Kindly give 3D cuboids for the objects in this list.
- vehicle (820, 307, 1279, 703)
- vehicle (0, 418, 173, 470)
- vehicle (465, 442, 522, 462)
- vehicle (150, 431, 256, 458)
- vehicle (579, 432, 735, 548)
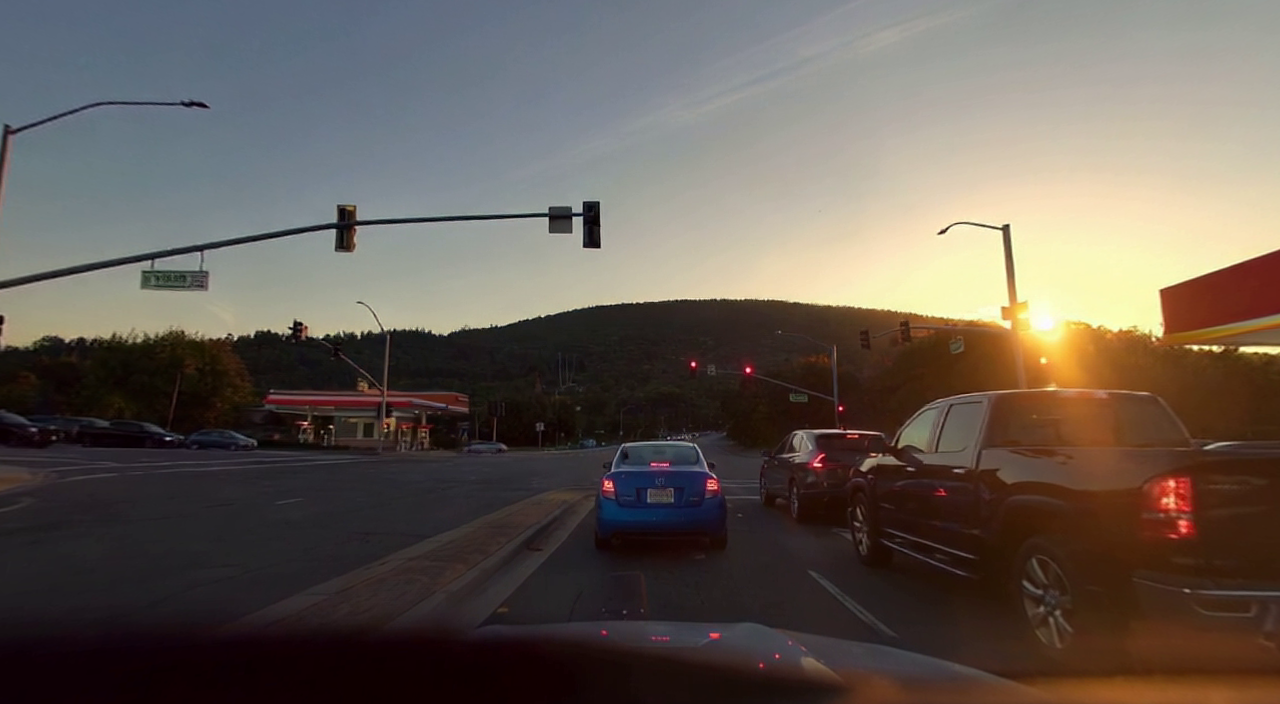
[{"bbox_3d":[3.533,1.201,5.269,2.277,1.871,6.143,0,-8,0],"label":"vehicle"},{"bbox_3d":[-19.697,3.265,22.317,4.742,1.720,2.107,-1,-8,5],"label":"vehicle"},{"bbox_3d":[-11.456,7.825,49.622,1.963,1.460,4.528,-4,-9,26],"label":"vehicle"},{"bbox_3d":[-23.200,4.932,33.577,4.326,1.420,1.798,-1,-8,4],"label":"vehicle"},{"bbox_3d":[0.221,2.082,10.186,2.027,1.494,3.824,0,-8,0],"label":"vehicle"}]
